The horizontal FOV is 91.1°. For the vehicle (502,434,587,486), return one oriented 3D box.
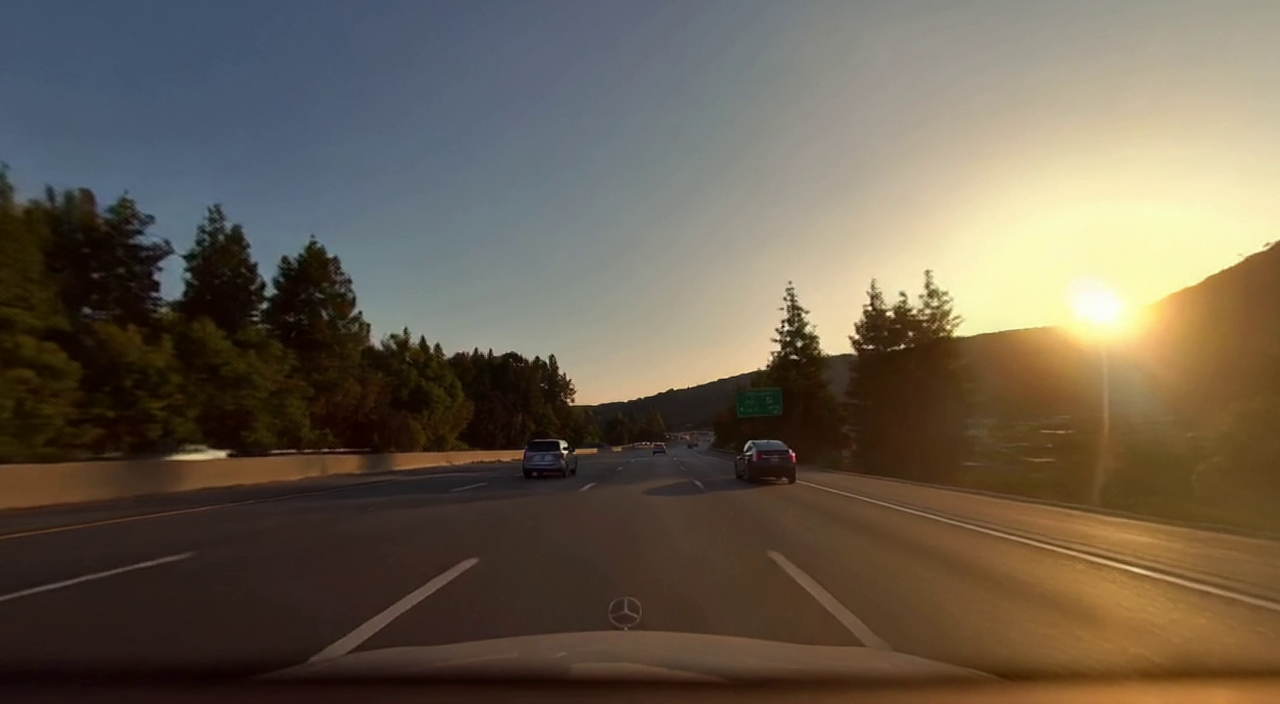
[{"bbox_3d":[-3.174,3.695,21.818,2.166,1.608,4.297,0,-8,2],"label":"vehicle"}]

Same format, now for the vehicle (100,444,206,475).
[{"bbox_3d":[-25.034,5.508,32.506,1.801,1.472,4.519,0,-8,2],"label":"vehicle"}]

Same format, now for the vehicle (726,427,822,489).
[{"bbox_3d":[4.191,3.397,20.448,2.149,1.796,4.487,0,-8,0],"label":"vehicle"}]
